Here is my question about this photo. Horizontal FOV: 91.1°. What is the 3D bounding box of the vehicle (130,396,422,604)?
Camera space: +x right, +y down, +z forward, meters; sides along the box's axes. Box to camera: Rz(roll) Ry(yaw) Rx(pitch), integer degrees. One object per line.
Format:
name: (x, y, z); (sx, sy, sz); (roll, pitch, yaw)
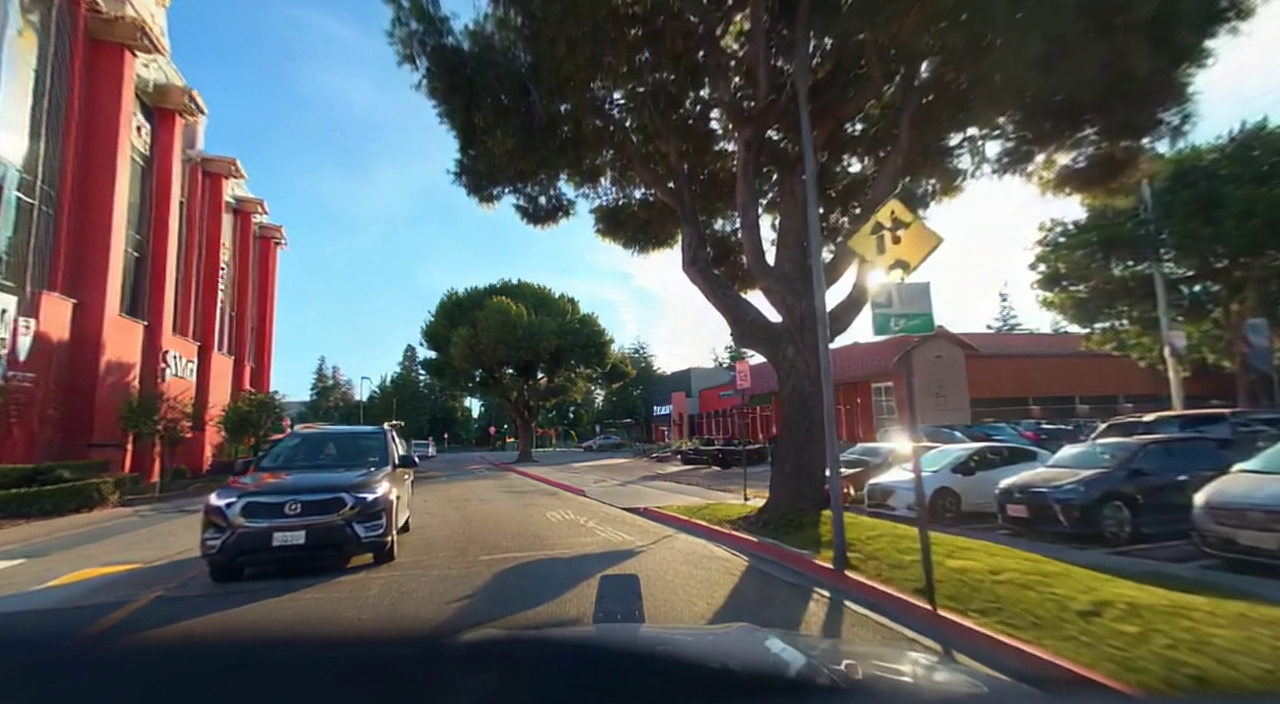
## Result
vehicle: (-3.926, 1.573, 7.719); (2.065, 1.773, 4.128); (2, -8, -16)

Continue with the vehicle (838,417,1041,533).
vehicle: (5.257, 1.994, 10.860); (3.556, 1.441, 1.935); (2, -9, -45)

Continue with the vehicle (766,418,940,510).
vehicle: (4.671, 2.340, 13.648); (3.575, 1.473, 1.785); (0, -8, -39)

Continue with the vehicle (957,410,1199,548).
vehicle: (6.108, 1.604, 8.642); (3.577, 1.455, 1.925); (7, -11, -43)

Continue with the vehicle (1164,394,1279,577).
vehicle: (6.586, 1.189, 6.023); (3.543, 1.440, 1.911); (7, -11, -44)
